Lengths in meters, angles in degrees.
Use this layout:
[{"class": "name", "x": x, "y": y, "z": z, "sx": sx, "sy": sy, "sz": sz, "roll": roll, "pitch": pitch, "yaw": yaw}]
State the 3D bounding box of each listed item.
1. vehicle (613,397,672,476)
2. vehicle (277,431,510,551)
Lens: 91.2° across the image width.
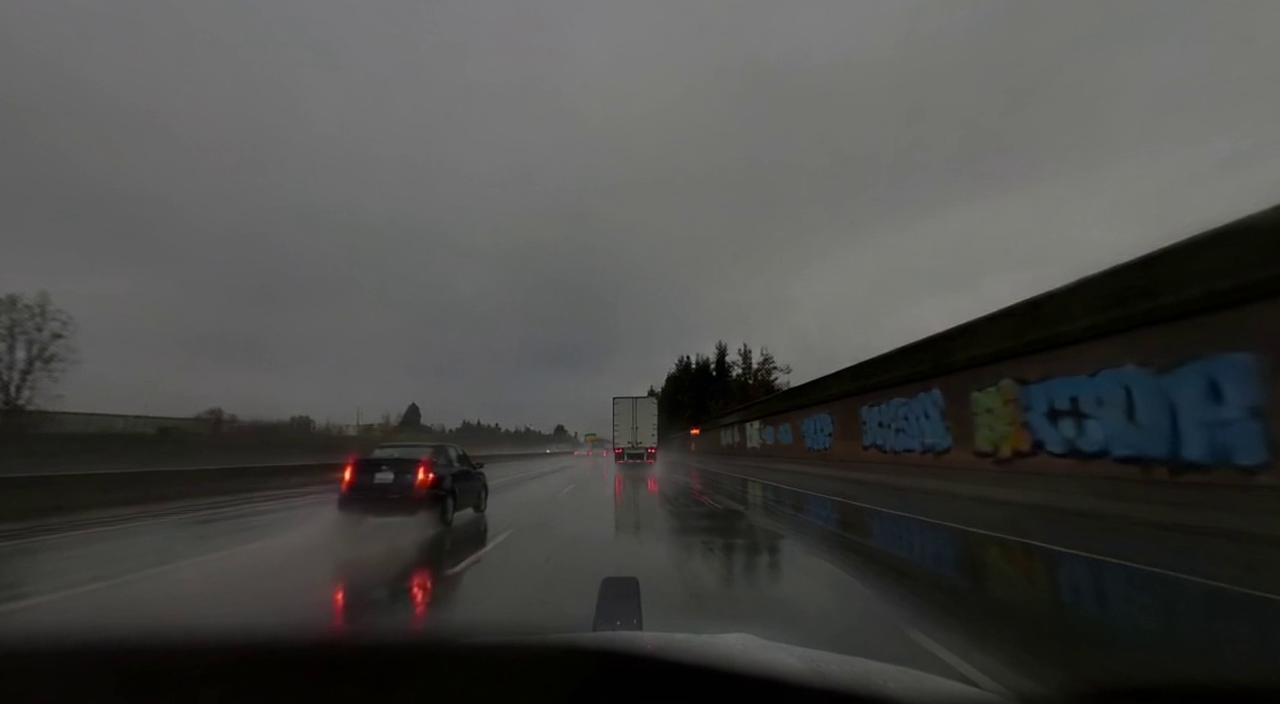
[{"class": "vehicle", "x": -0.057, "y": 5.186, "z": 37.820, "sx": 3.042, "sy": 4.023, "sz": 10.832, "roll": 0, "pitch": -9, "yaw": -2}, {"class": "vehicle", "x": -3.667, "y": 2.142, "z": 10.305, "sx": 2.158, "sy": 1.538, "sz": 4.047, "roll": 0, "pitch": -9, "yaw": 0}]
